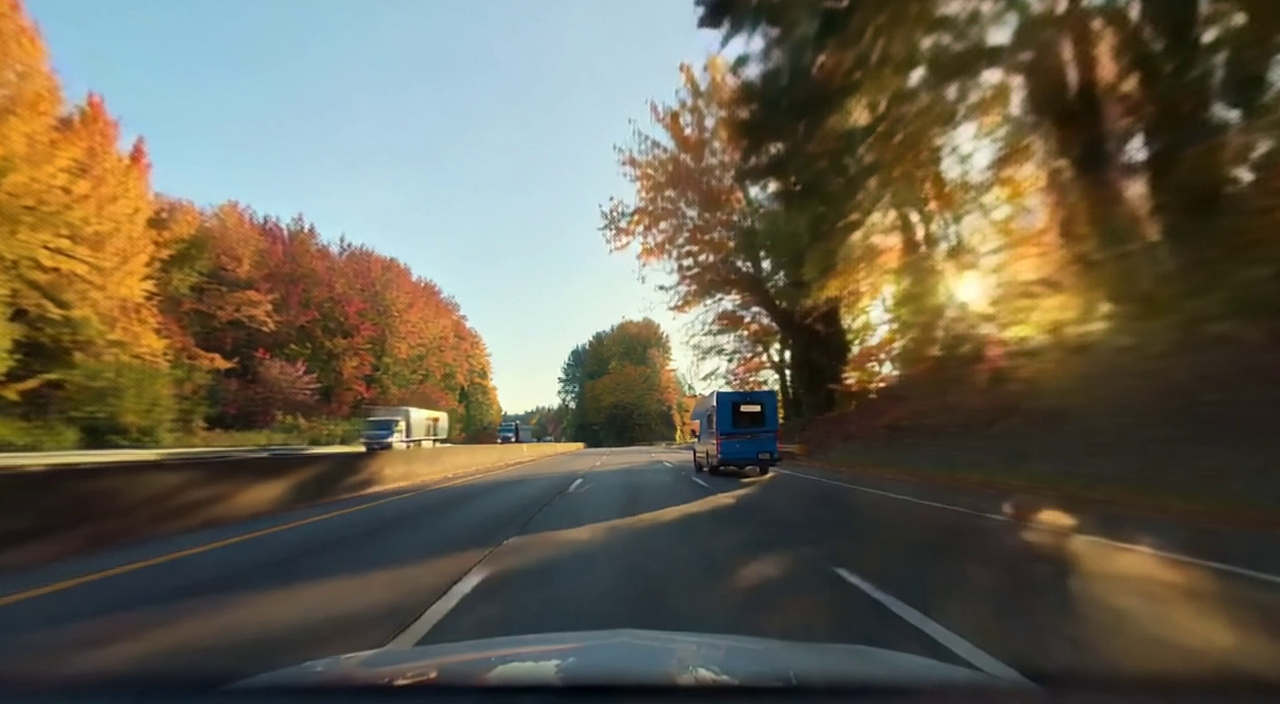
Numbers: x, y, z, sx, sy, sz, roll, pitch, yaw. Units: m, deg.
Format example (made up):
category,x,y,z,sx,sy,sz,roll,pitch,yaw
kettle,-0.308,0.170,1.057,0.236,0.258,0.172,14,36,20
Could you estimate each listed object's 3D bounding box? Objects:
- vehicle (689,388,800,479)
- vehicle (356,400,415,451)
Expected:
category,x,y,z,sx,sy,sz,roll,pitch,yaw
vehicle,3.624,3.062,23.680,2.815,2.876,7.101,0,-8,-1
vehicle,-20.023,5.797,49.637,3.298,3.890,2.971,0,-8,-3
